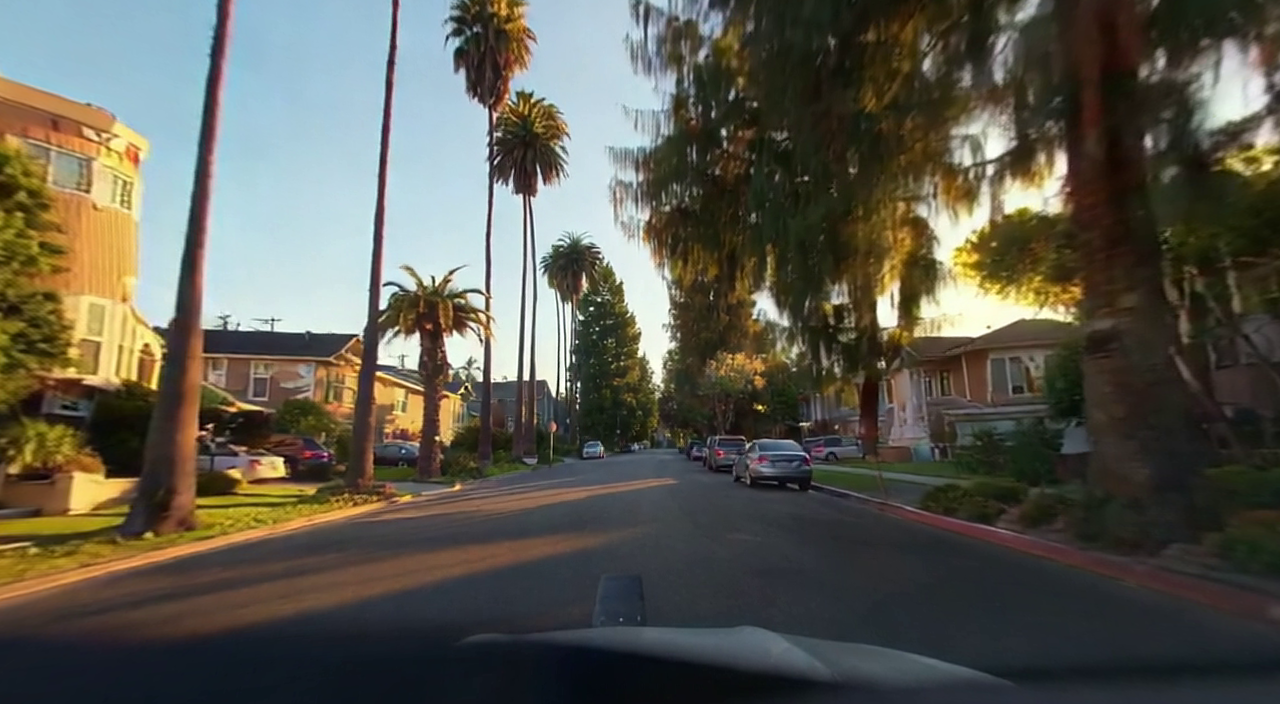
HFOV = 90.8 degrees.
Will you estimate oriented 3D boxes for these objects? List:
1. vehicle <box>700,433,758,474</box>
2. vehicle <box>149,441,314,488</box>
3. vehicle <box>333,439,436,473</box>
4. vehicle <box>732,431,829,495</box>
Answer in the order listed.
[{"bbox_3d":[4.151,4.839,30.341,2.166,1.766,5.186,0,-8,1],"label":"vehicle"},{"bbox_3d":[-13.497,3.729,21.035,4.250,1.469,1.817,-1,-8,3],"label":"vehicle"},{"bbox_3d":[-13.157,5.345,32.709,4.448,1.679,1.972,-1,-8,2],"label":"vehicle"},{"bbox_3d":[4.273,3.436,20.003,1.971,1.663,5.076,2,-8,1],"label":"vehicle"}]
